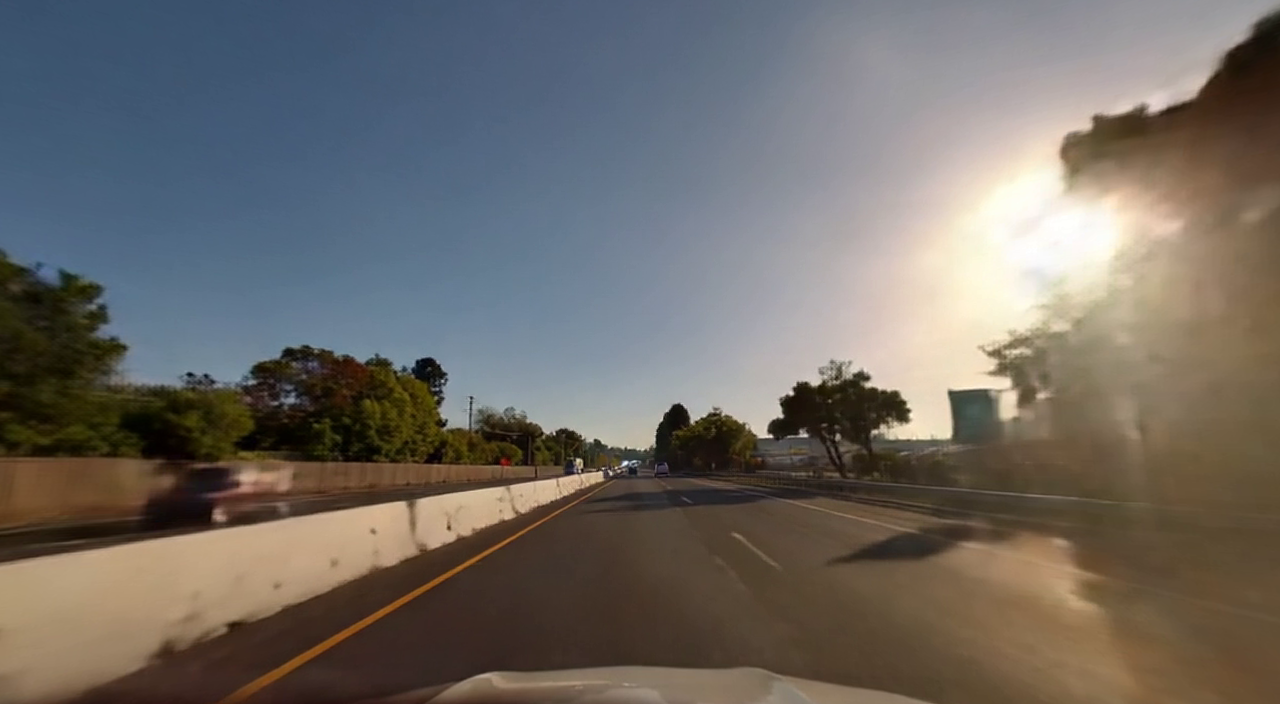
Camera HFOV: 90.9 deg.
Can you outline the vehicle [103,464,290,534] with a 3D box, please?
[{"bbox_3d":[-11.798,3.914,17.214,1.947,1.628,4.211,0,-10,1],"label":"vehicle"}]
